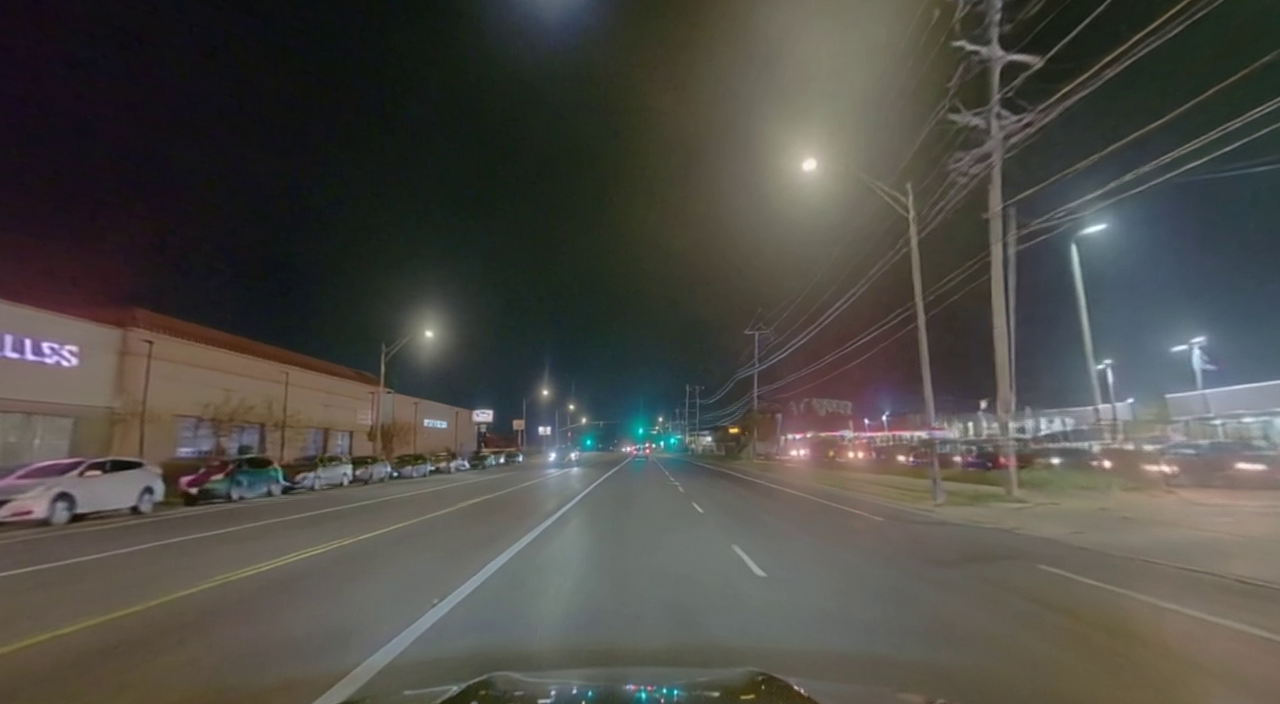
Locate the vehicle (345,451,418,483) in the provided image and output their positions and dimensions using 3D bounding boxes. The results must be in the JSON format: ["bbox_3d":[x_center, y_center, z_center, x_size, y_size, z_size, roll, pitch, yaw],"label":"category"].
[{"bbox_3d":[-13.597,6.043,33.544,1.901,1.552,4.541,0,-8,0],"label":"vehicle"}]

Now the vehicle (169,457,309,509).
[{"bbox_3d":[-13.552,4.420,21.766,1.791,1.377,4.807,-2,-8,-1],"label":"vehicle"}]

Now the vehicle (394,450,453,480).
[{"bbox_3d":[-13.374,6.959,39.350,1.793,1.534,5.400,-2,-7,0],"label":"vehicle"}]

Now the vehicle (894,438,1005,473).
[{"bbox_3d":[15.137,5.062,31.062,4.396,1.412,1.858,-4,-7,3],"label":"vehicle"}]

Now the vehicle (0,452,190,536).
[{"bbox_3d":[-13.657,3.280,15.100,2.014,1.523,5.092,-3,-8,1],"label":"vehicle"}]

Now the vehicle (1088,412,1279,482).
[{"bbox_3d":[15.550,2.610,17.413,4.667,1.775,2.199,0,-9,-1],"label":"vehicle"}]
